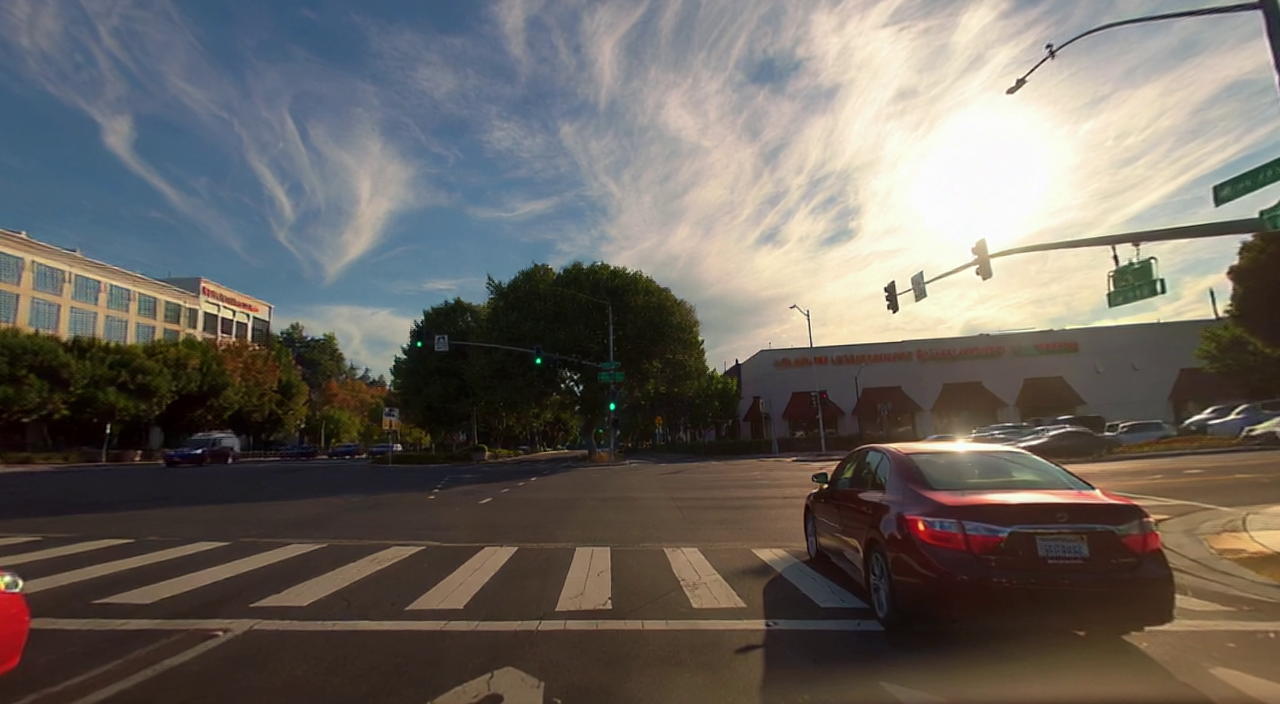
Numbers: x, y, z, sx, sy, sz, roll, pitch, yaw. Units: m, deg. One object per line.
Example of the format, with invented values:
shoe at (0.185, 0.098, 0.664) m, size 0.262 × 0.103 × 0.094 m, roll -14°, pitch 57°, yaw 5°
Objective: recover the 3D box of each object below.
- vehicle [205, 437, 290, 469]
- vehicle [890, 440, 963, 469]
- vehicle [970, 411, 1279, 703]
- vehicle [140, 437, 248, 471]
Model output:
vehicle at (-23.314, 6.004, 37.672) m, size 2.111 × 1.742 × 4.757 m, roll 0°, pitch -8°, yaw -2°
vehicle at (15.610, 5.525, 34.221) m, size 4.703 × 1.492 × 1.930 m, roll 8°, pitch -12°, yaw -44°
vehicle at (4.109, 1.077, 3.367) m, size 1.940 × 1.487 × 4.562 m, roll 0°, pitch -8°, yaw -5°
vehicle at (-27.226, 6.256, 38.845) m, size 2.233 × 1.889 × 6.305 m, roll 0°, pitch -8°, yaw -2°
